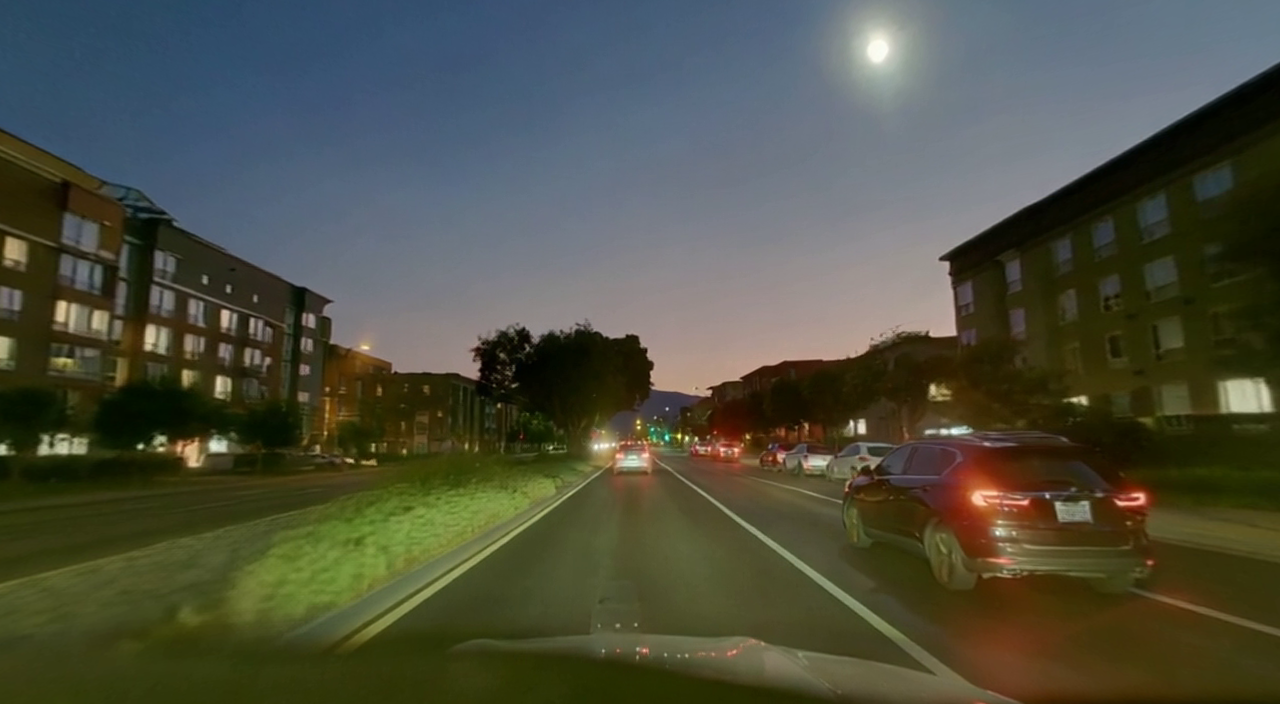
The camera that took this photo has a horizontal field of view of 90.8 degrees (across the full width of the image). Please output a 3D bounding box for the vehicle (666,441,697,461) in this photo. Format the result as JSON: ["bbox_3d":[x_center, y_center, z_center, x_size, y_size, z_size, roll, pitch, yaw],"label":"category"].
[{"bbox_3d":[3.073,7.409,47.427,1.910,1.474,4.003,0,-8,-2],"label":"vehicle"}]

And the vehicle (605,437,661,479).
[{"bbox_3d":[-0.252,4.040,24.278,2.006,1.487,3.535,0,-8,0],"label":"vehicle"}]

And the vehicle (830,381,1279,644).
[{"bbox_3d":[3.547,1.351,6.275,1.949,1.723,4.020,0,-8,-1],"label":"vehicle"}]

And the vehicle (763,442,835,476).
[{"bbox_3d":[7.417,5.018,30.017,2.014,1.465,4.769,0,-8,-2],"label":"vehicle"}]
